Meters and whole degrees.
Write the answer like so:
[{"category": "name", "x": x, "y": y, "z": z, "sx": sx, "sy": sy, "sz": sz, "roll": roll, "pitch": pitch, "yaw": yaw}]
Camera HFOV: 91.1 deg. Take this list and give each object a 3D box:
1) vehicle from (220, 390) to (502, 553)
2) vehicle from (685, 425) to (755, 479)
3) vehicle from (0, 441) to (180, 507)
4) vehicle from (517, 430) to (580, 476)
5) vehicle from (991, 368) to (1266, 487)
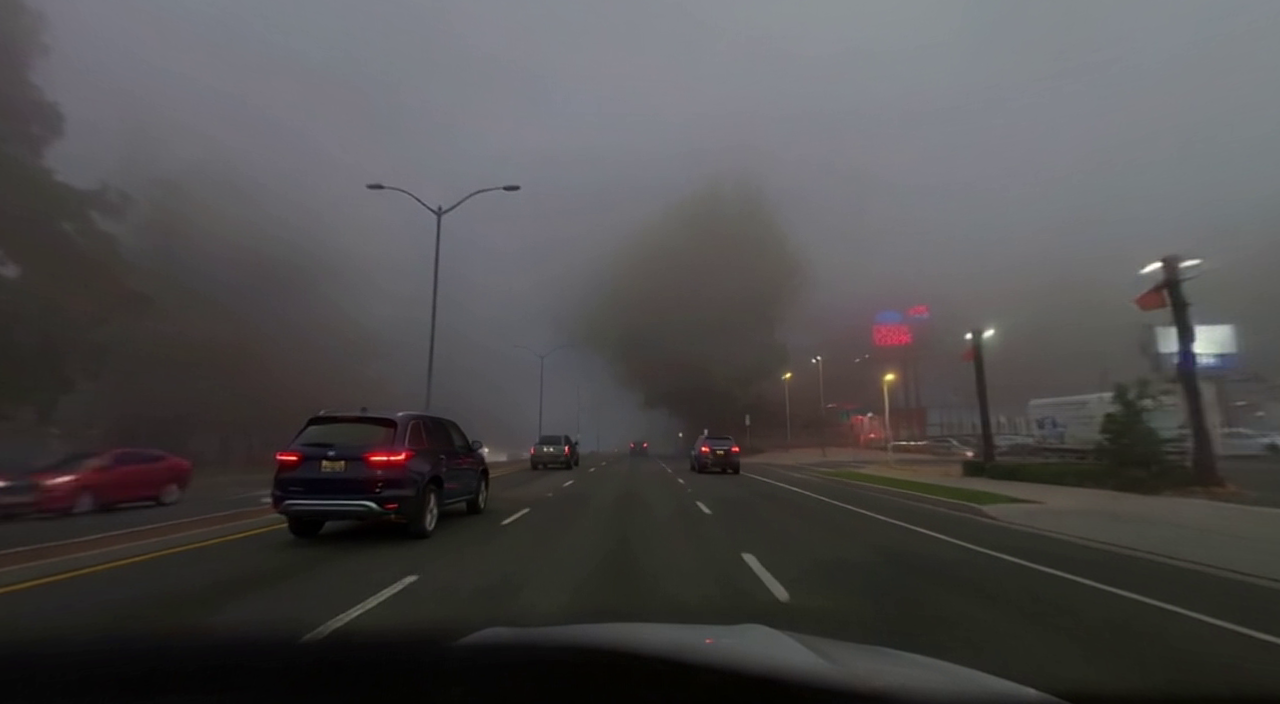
[{"category": "vehicle", "x": -3.863, "y": 1.761, "z": 9.948, "sx": 2.210, "sy": 1.925, "sz": 4.838, "roll": 0, "pitch": -8, "yaw": 0}, {"category": "vehicle", "x": 3.043, "y": 3.917, "z": 24.859, "sx": 2.024, "sy": 1.921, "sz": 4.431, "roll": 0, "pitch": -8, "yaw": -2}, {"category": "vehicle", "x": -16.456, "y": 3.524, "z": 18.759, "sx": 2.009, "sy": 1.702, "sz": 4.411, "roll": 0, "pitch": -8, "yaw": 0}, {"category": "vehicle", "x": -3.823, "y": 4.309, "z": 27.006, "sx": 2.014, "sy": 1.775, "sz": 4.404, "roll": 0, "pitch": -8, "yaw": 0}, {"category": "vehicle", "x": 15.757, "y": 2.647, "z": 21.500, "sx": 2.642, "sy": 3.252, "sz": 8.515, "roll": 0, "pitch": -8, "yaw": 1}]
